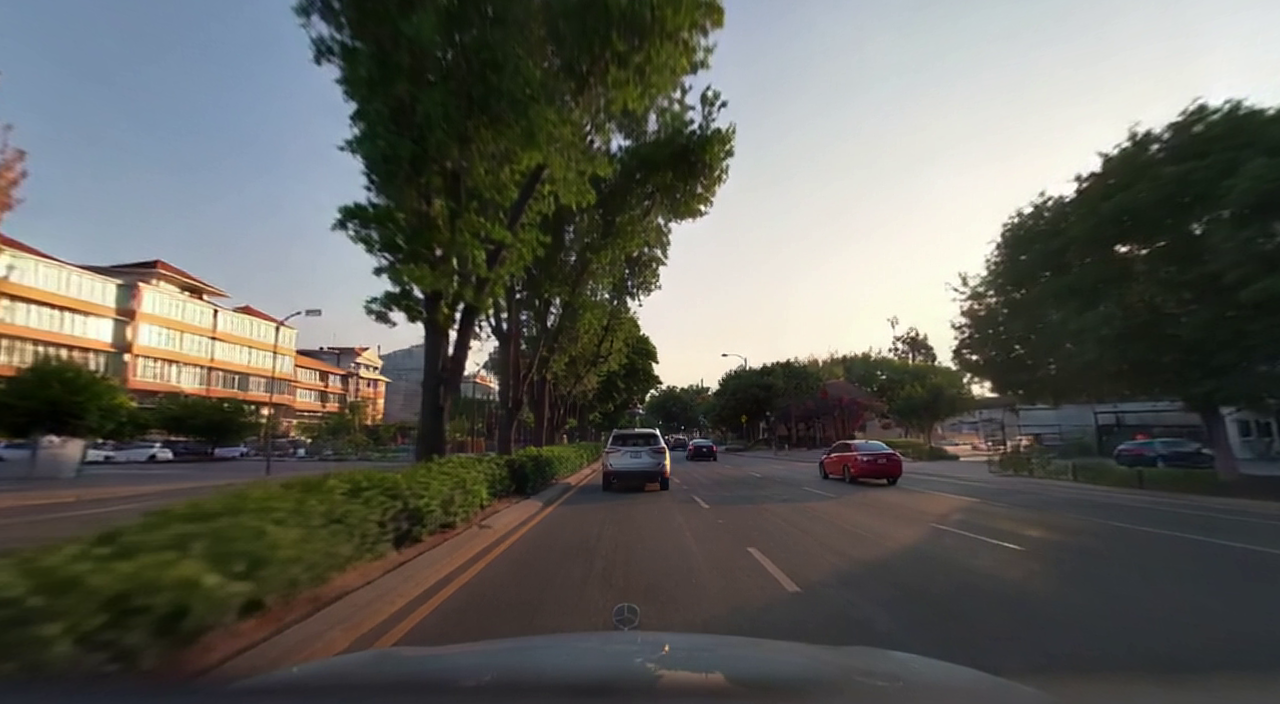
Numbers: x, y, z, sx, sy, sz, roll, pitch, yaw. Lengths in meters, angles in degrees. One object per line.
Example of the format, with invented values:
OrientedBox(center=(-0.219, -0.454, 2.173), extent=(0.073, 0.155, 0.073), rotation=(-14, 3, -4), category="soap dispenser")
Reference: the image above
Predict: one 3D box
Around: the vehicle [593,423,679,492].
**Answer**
OrientedBox(center=(-0.132, 3.111, 18.911), extent=(2.277, 1.816, 4.192), rotation=(0, -9, -1), category="vehicle")

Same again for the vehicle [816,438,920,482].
OrientedBox(center=(8.295, 3.967, 23.508), extent=(2.002, 1.456, 4.631), rotation=(0, -9, -2), category="vehicle")

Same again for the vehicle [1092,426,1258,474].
OrientedBox(center=(19.451, 3.552, 23.102), extent=(4.333, 1.521, 1.824), rotation=(-2, -7, 0), category="vehicle")
